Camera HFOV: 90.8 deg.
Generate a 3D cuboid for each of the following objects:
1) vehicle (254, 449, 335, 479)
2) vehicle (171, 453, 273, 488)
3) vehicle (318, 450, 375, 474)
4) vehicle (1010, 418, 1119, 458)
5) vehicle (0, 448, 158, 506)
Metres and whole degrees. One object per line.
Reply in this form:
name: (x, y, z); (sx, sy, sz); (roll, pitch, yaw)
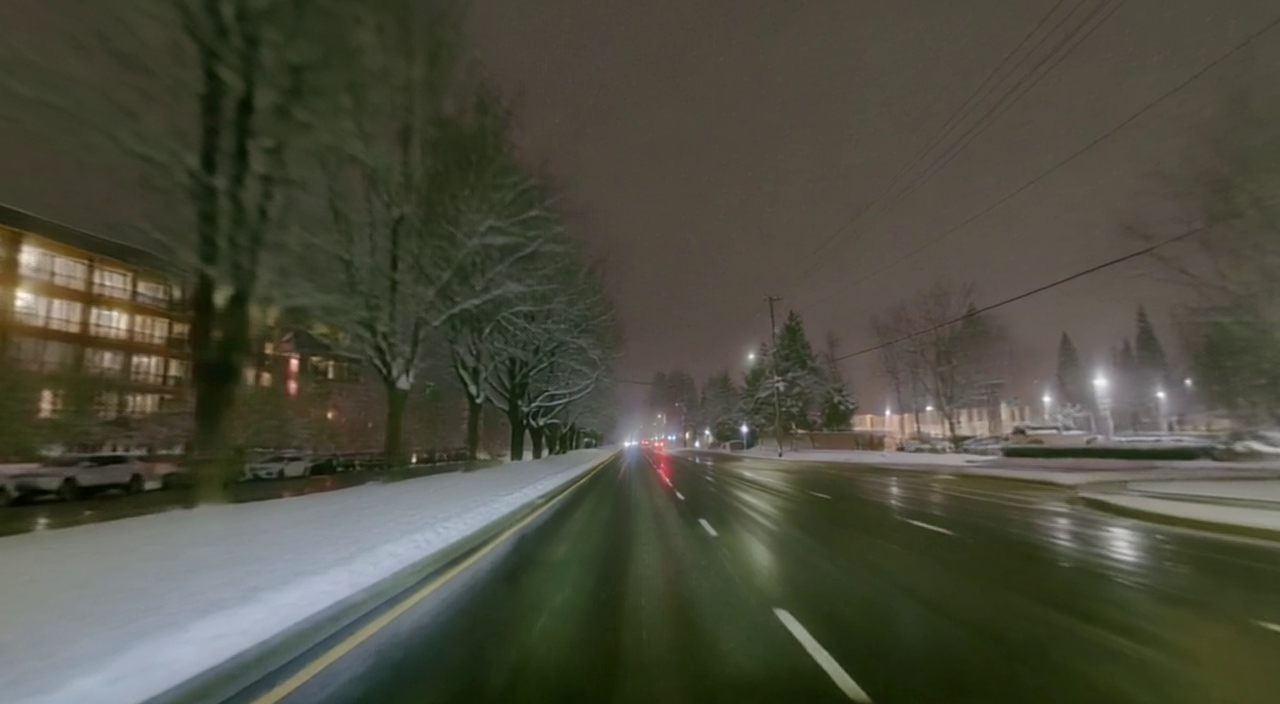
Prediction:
vehicle: (-19.711, 6.425, 36.301); (1.920, 1.561, 4.654); (-1, -10, 2)
vehicle: (-20.316, 5.753, 31.003); (1.798, 1.487, 4.486); (0, -8, 2)
vehicle: (-19.820, 7.409, 42.842); (1.959, 1.459, 4.150); (0, -8, -2)
vehicle: (31.030, 6.284, 46.221); (6.797, 2.774, 2.304); (2, -9, -12)
vehicle: (-21.186, 4.657, 24.055); (1.879, 1.757, 4.656); (-3, -7, 3)
